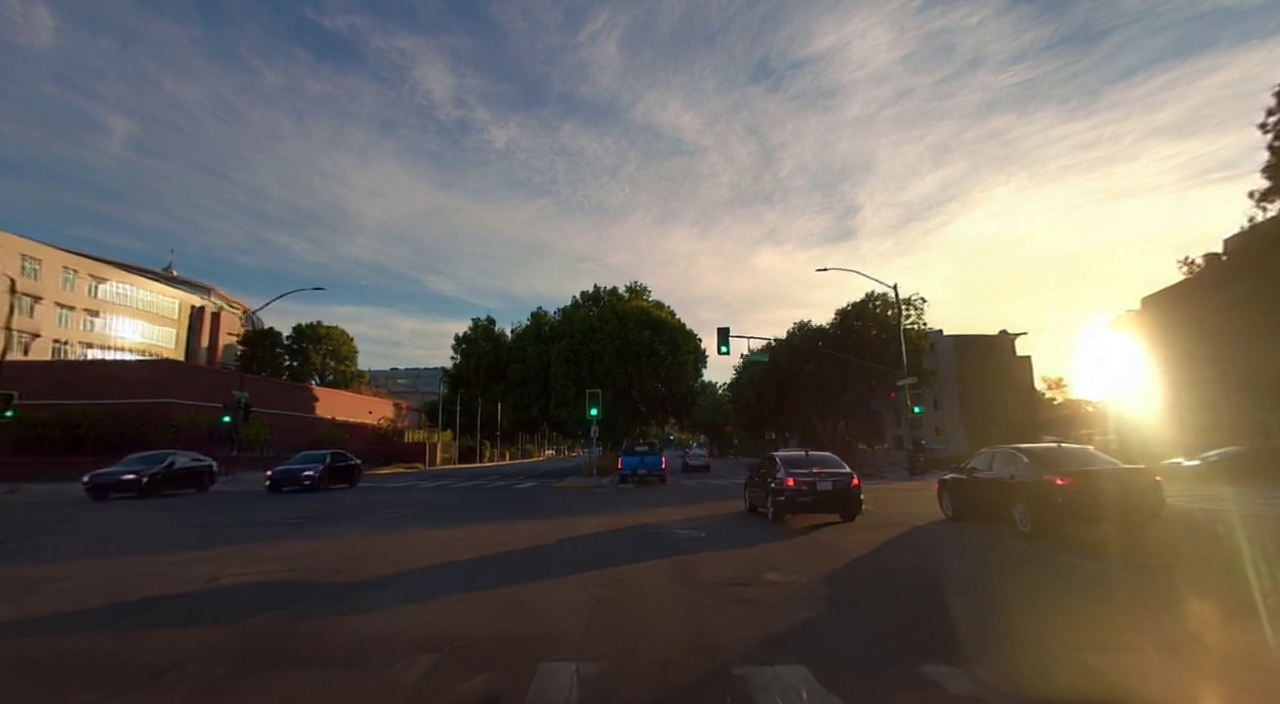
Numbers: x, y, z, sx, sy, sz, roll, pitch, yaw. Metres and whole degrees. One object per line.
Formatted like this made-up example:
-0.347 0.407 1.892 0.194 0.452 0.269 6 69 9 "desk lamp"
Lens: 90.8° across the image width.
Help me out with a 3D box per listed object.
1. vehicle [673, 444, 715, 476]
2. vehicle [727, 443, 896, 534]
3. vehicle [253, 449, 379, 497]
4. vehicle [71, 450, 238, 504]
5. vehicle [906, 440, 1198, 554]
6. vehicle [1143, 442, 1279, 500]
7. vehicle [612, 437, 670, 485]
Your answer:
3.176 6.438 37.958 2.013 1.742 4.424 0 -8 -1 "vehicle"
3.147 2.586 12.689 2.057 1.463 4.365 0 -8 -1 "vehicle"
-11.318 4.226 22.538 1.989 1.459 4.667 0 -8 1 "vehicle"
-15.448 3.956 20.475 1.915 1.491 4.347 0 -8 0 "vehicle"
6.412 2.259 10.673 1.855 1.469 4.598 0 -8 1 "vehicle"
17.450 3.281 17.738 4.869 1.463 2.198 0 -8 -4 "vehicle"
0.043 4.756 27.859 2.344 1.883 4.572 0 -8 0 "vehicle"
